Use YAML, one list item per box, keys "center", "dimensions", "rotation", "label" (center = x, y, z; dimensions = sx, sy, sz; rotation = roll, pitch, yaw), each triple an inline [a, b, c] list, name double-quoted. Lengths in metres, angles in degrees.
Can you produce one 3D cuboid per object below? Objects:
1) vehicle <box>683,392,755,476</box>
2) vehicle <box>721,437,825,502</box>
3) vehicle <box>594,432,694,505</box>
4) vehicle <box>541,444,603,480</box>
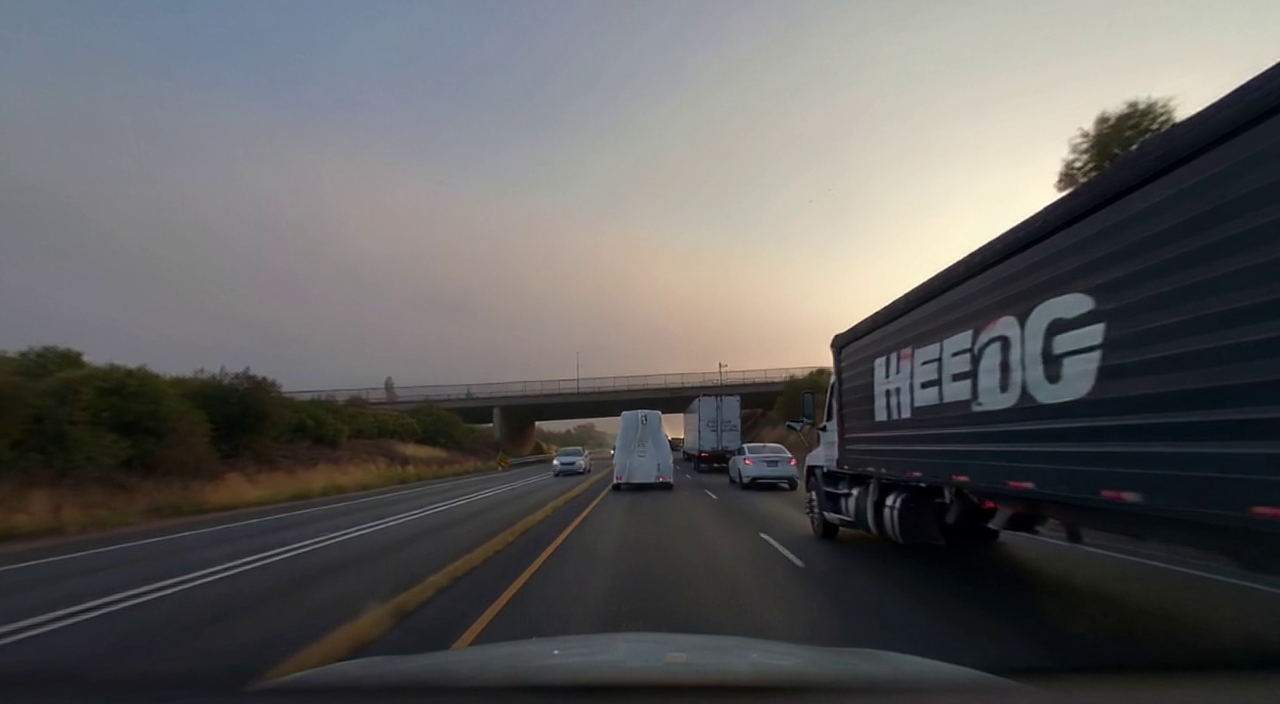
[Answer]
- center: [4.002, 4.440, 33.588]
  dimensions: [2.948, 3.974, 6.480]
  rotation: [-1, -9, 0]
  label: "vehicle"
- center: [3.448, 3.141, 17.190]
  dimensions: [1.972, 1.505, 3.946]
  rotation: [-1, -9, 0]
  label: "vehicle"
- center: [0.144, 2.964, 16.401]
  dimensions: [2.256, 1.615, 4.114]
  rotation: [-1, -9, 2]
  label: "vehicle"
- center: [-2.984, 4.945, 28.580]
  dimensions: [2.091, 1.489, 4.397]
  rotation: [-1, -9, 3]
  label: "vehicle"
